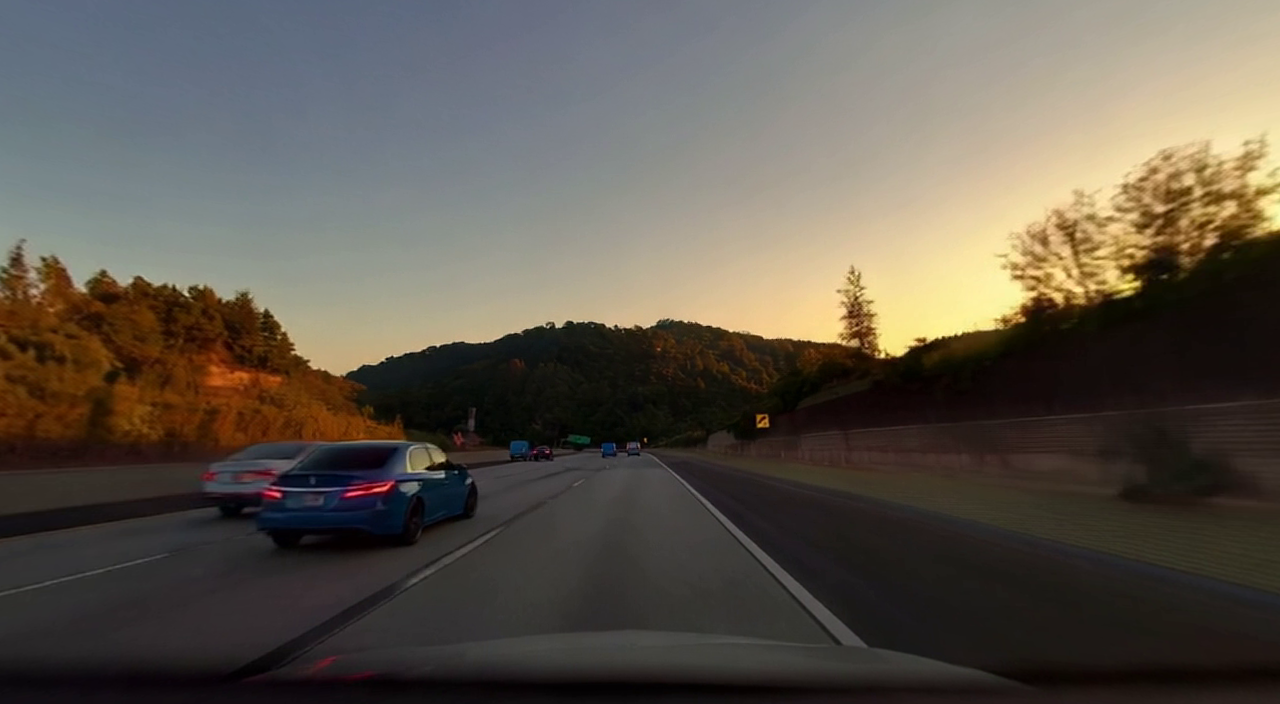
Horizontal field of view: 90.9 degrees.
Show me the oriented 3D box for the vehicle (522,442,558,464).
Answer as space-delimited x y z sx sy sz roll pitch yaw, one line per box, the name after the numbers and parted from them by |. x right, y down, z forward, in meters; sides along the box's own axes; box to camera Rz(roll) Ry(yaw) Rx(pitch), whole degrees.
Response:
-7.501 7.594 47.564 2.014 1.598 4.015 0 -8 1 | vehicle

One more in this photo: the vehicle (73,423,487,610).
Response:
-3.568 1.716 7.708 2.081 1.514 4.943 0 -8 1 | vehicle
